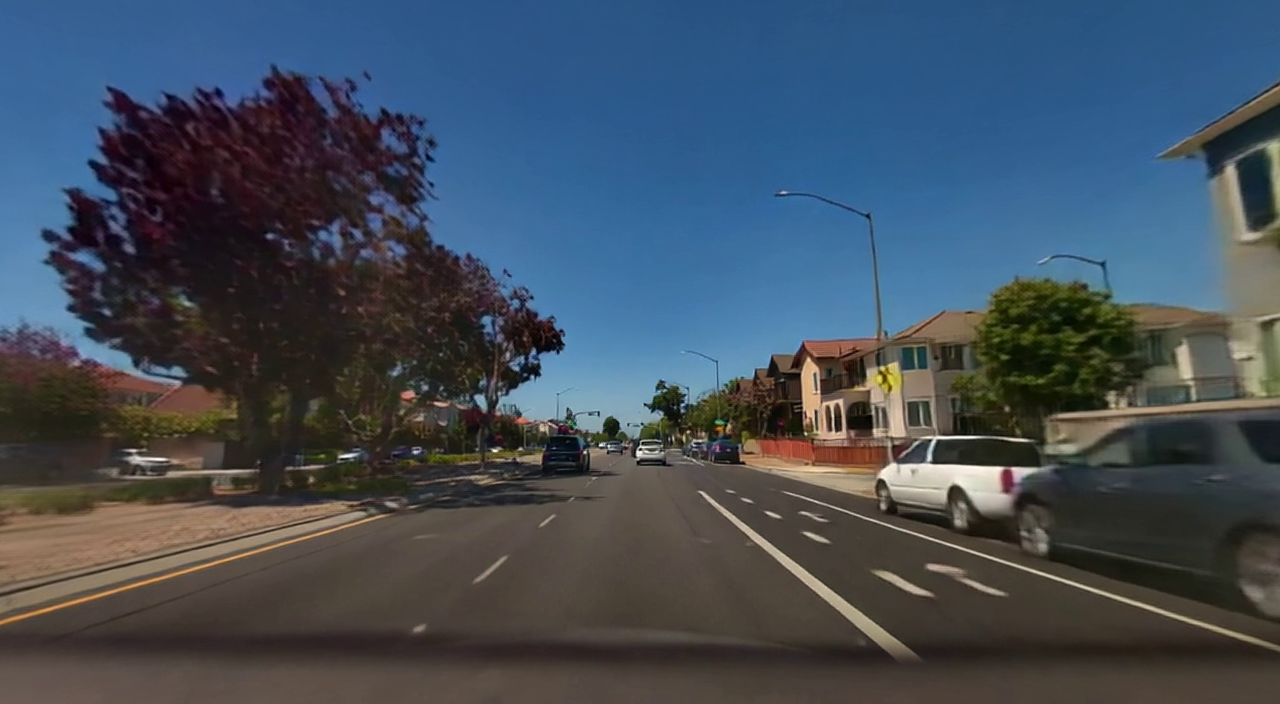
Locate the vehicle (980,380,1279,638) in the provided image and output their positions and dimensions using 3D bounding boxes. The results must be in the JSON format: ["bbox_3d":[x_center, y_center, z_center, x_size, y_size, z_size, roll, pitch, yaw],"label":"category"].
[{"bbox_3d":[5.822,1.334,5.839,2.217,1.874,5.660,0,-9,0],"label":"vehicle"}]

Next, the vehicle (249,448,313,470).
[{"bbox_3d":[-25.506,7.618,45.031,1.839,1.463,4.705,0,-9,-1],"label":"vehicle"}]

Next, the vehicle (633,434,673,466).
[{"bbox_3d":[0.736,6.016,38.841,2.273,1.851,5.075,0,-9,0],"label":"vehicle"}]

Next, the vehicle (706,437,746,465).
[{"bbox_3d":[5.950,6.949,44.386,2.154,1.824,4.782,0,-9,0],"label":"vehicle"}]

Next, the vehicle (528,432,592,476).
[{"bbox_3d":[-3.434,4.532,28.094,2.233,1.775,4.491,0,-9,0],"label":"vehicle"}]

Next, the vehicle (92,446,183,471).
[{"bbox_3d":[-31.000,6.568,39.072,4.068,1.522,1.726,0,-9,-1],"label":"vehicle"}]
